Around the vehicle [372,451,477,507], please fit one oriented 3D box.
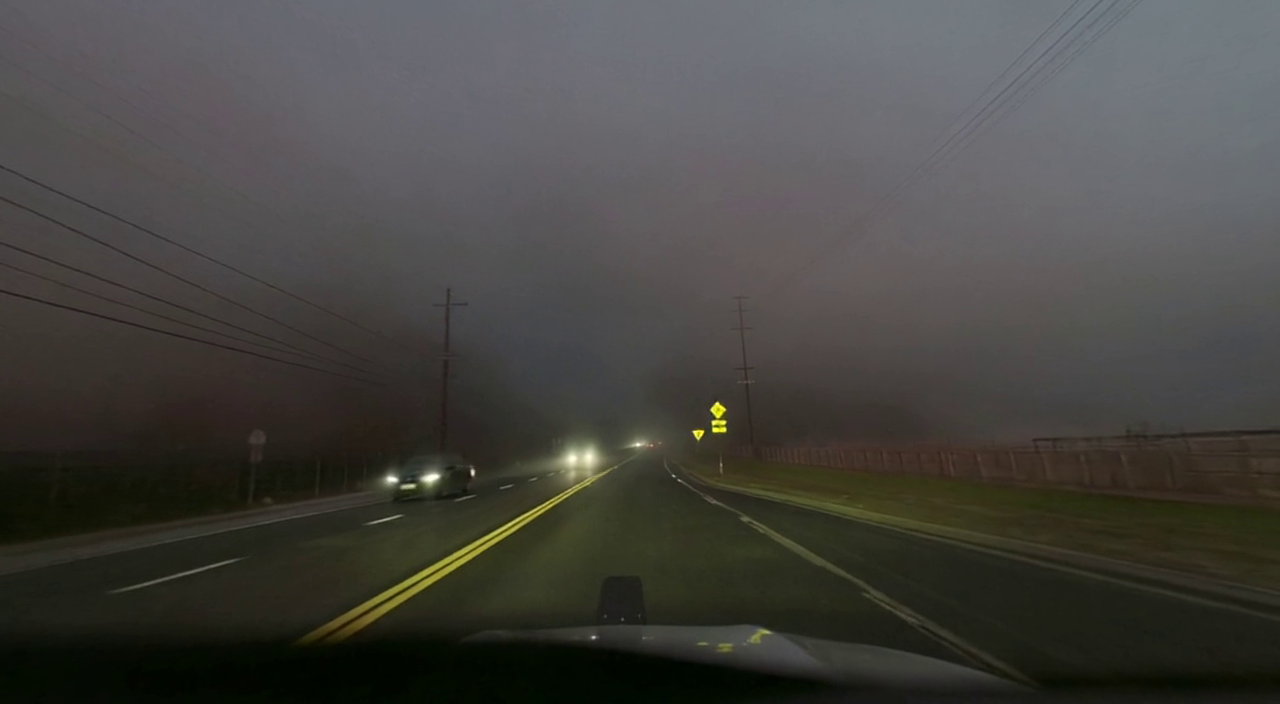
[{"bbox_3d":[-7.518,4.433,22.429,2.140,1.621,4.776,-3,-8,-1],"label":"vehicle"}]
